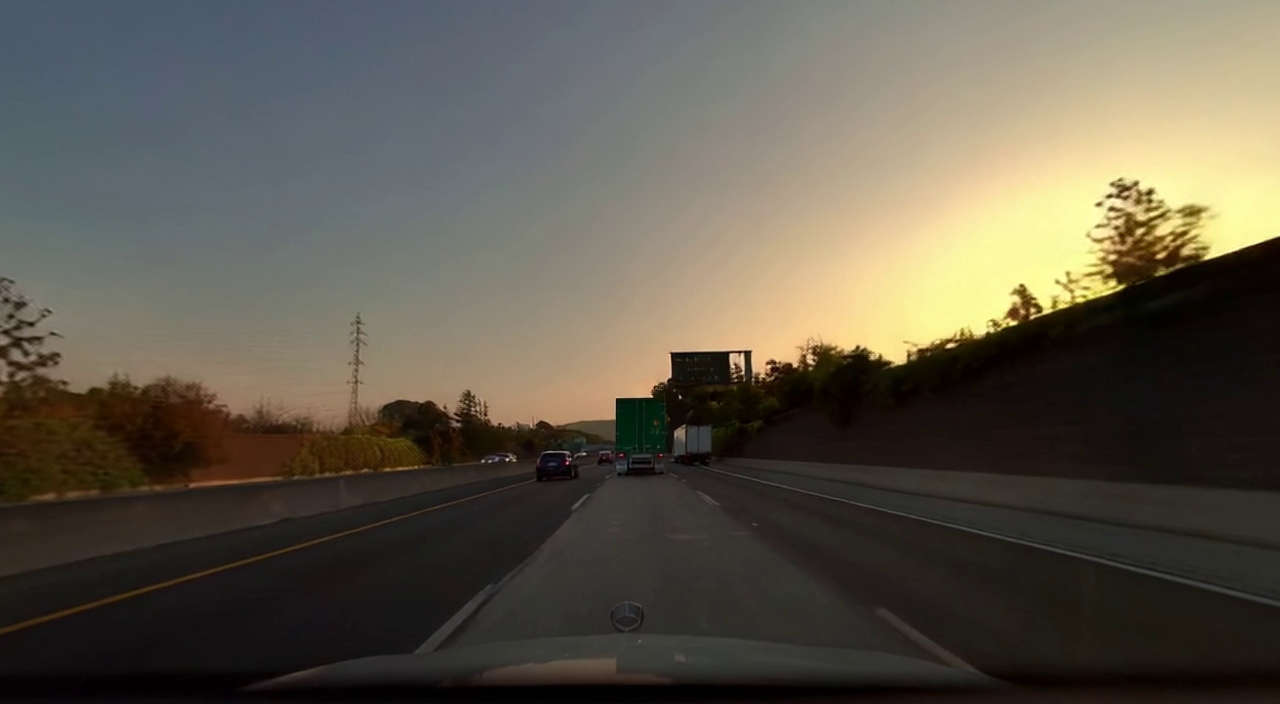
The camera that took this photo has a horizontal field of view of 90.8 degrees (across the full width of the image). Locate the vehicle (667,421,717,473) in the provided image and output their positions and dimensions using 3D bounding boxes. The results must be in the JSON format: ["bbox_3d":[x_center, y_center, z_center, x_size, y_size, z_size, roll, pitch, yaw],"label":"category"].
[{"bbox_3d":[3.815,7.472,49.521,2.854,3.537,12.540,0,-9,0],"label":"vehicle"}]

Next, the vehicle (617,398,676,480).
[{"bbox_3d":[0.242,5.178,36.976,2.932,4.042,11.054,0,-9,-1],"label":"vehicle"}]

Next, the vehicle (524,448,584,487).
[{"bbox_3d":[-3.564,4.858,26.872,2.050,1.517,3.996,0,-9,0],"label":"vehicle"}]
